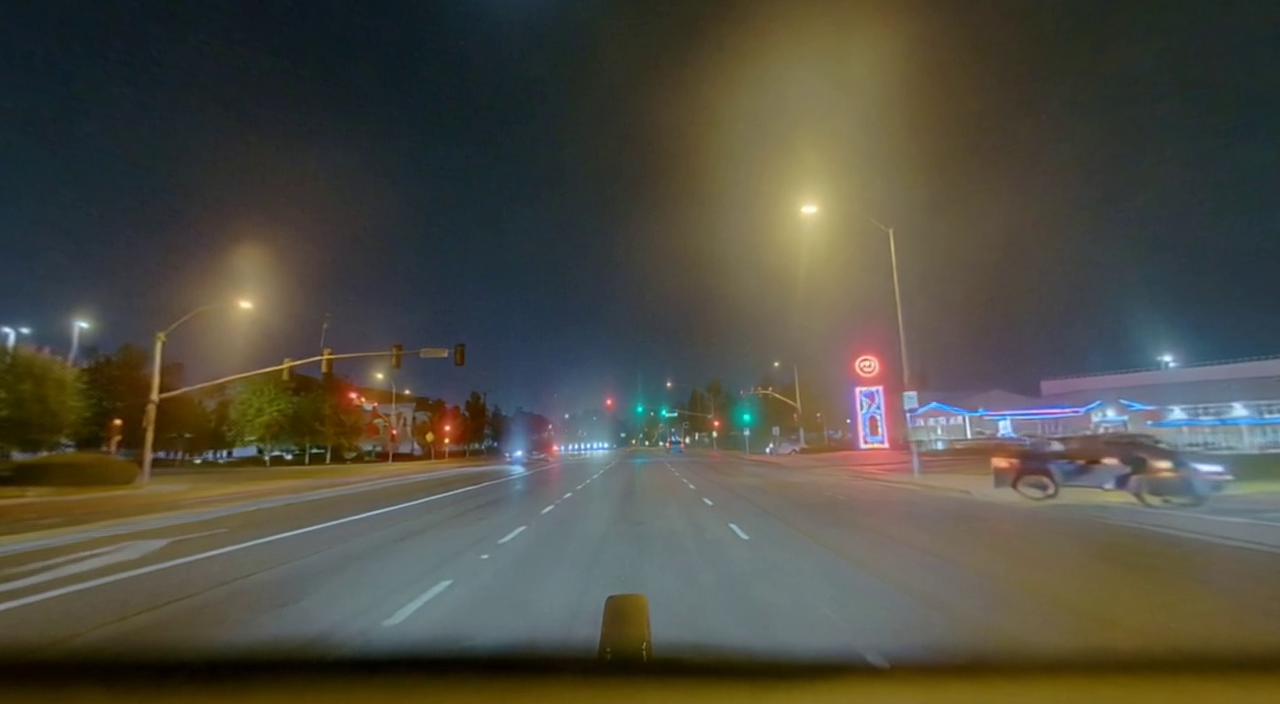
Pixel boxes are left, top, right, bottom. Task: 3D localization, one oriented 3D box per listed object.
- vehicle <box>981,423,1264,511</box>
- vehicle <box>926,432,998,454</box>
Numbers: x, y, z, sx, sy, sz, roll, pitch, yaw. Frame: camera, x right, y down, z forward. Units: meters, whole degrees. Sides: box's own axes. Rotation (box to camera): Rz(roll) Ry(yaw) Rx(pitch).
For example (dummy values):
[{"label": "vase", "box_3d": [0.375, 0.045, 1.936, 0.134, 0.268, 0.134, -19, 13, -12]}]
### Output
[{"label": "vehicle", "box_3d": [9.452, 2.277, 12.683, 4.007, 1.591, 1.915, -1, -8, 3]}, {"label": "vehicle", "box_3d": [22.447, 6.323, 43.950, 4.694, 1.481, 1.884, 4, -9, -25]}]
